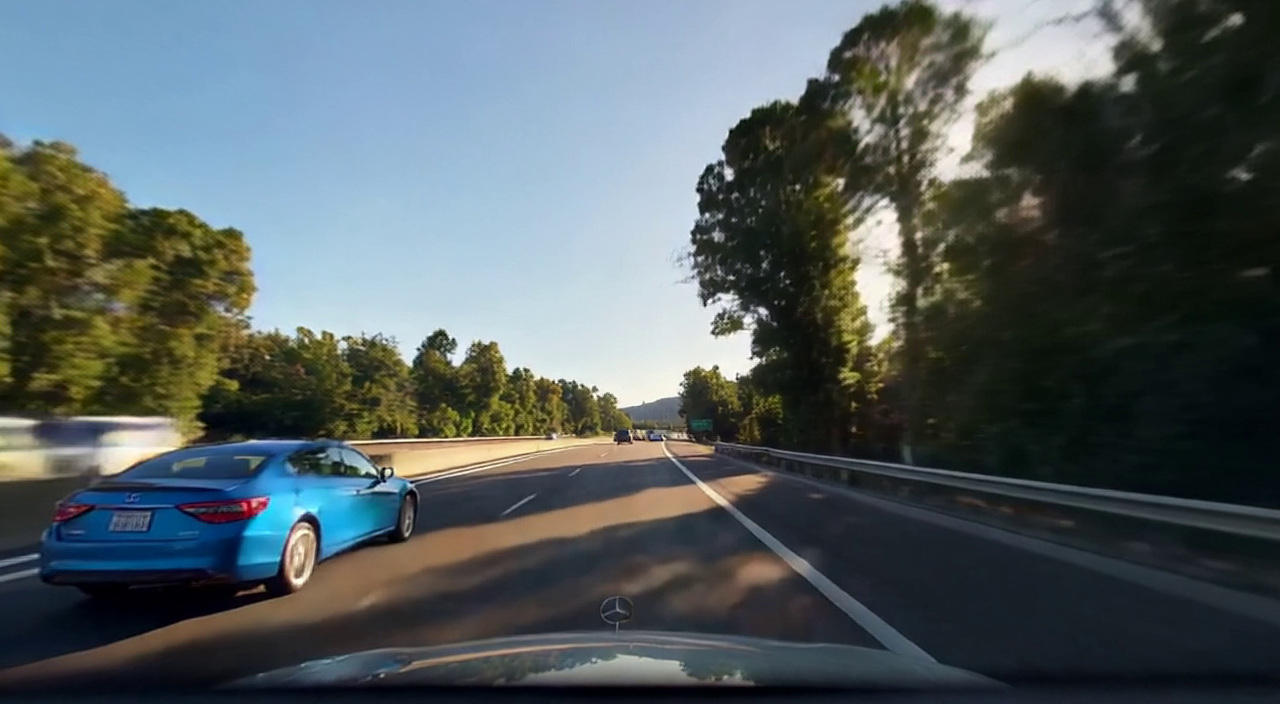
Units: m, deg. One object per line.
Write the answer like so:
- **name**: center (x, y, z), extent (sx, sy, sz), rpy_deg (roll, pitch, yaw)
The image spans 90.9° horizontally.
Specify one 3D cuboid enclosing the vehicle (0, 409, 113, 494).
- **vehicle**: center (-15.241, 2.258, 14.330), extent (2.120, 1.862, 5.124), rpy_deg (0, -8, -1)
